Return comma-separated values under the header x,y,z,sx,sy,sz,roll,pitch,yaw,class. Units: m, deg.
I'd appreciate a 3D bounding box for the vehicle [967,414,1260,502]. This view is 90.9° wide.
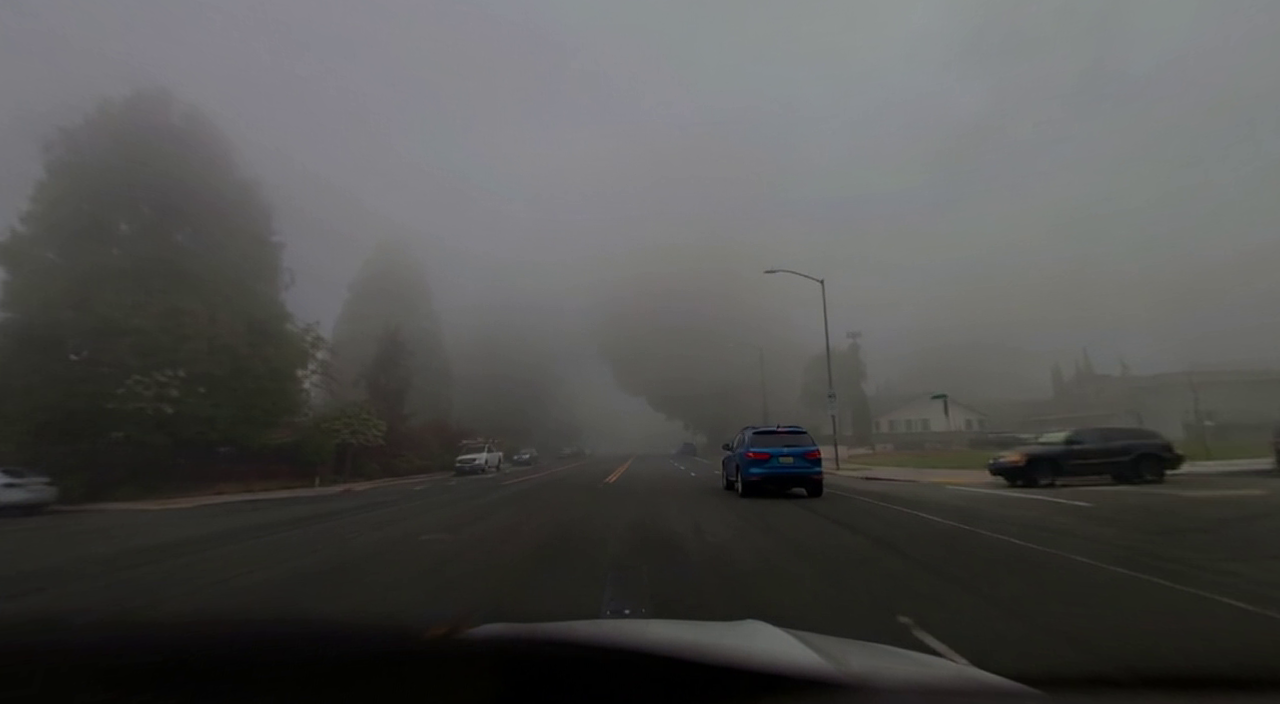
x,y,z,sx,sy,sz,roll,pitch,yaw,class
11.514,2.588,15.636,5.539,1.729,2.145,-3,-8,-3,vehicle

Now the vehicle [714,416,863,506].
x,y,z,sx,sy,sz,roll,pitch,yaw,class
3.519,2.760,16.450,2.497,1.889,5.833,-1,-8,0,vehicle

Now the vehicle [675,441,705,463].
x,y,z,sx,sy,sz,roll,pitch,yaw,class
3.545,7.192,45.386,1.956,1.492,4.425,-1,-8,2,vehicle

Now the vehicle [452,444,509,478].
x,y,z,sx,sy,sz,roll,pitch,yaw,class
-10.291,7.040,41.118,2.261,1.851,5.724,-5,-8,-1,vehicle
